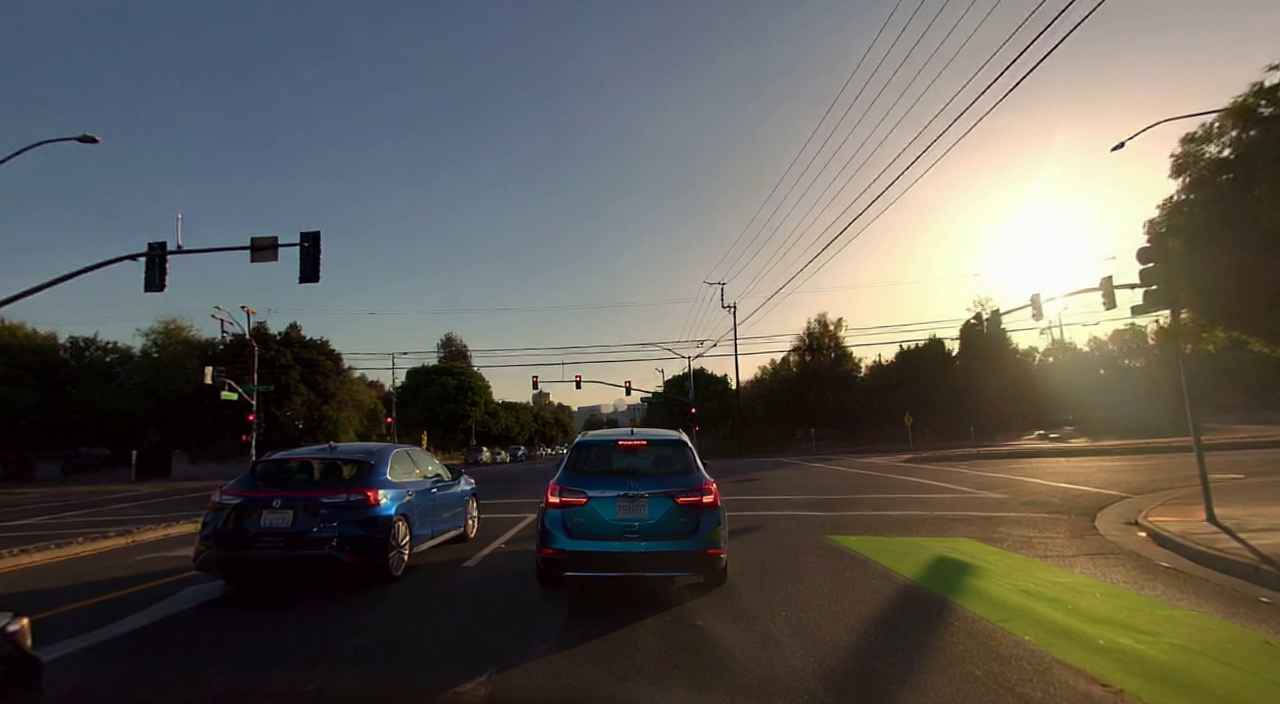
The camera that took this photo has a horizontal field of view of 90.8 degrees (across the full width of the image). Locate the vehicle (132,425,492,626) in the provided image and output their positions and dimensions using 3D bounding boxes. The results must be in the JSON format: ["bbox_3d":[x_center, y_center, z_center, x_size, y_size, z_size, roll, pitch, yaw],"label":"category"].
[{"bbox_3d":[-2.966,1.647,6.810,1.726,1.506,3.840,0,-10,1],"label":"vehicle"}]

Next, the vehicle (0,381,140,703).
[{"bbox_3d":[-3.477,0.573,0.323,2.138,1.488,5.327,0,-8,-1],"label":"vehicle"}]

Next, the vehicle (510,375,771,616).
[{"bbox_3d":[-0.033,1.561,7.643,2.036,1.885,5.196,0,-10,-1],"label":"vehicle"}]
